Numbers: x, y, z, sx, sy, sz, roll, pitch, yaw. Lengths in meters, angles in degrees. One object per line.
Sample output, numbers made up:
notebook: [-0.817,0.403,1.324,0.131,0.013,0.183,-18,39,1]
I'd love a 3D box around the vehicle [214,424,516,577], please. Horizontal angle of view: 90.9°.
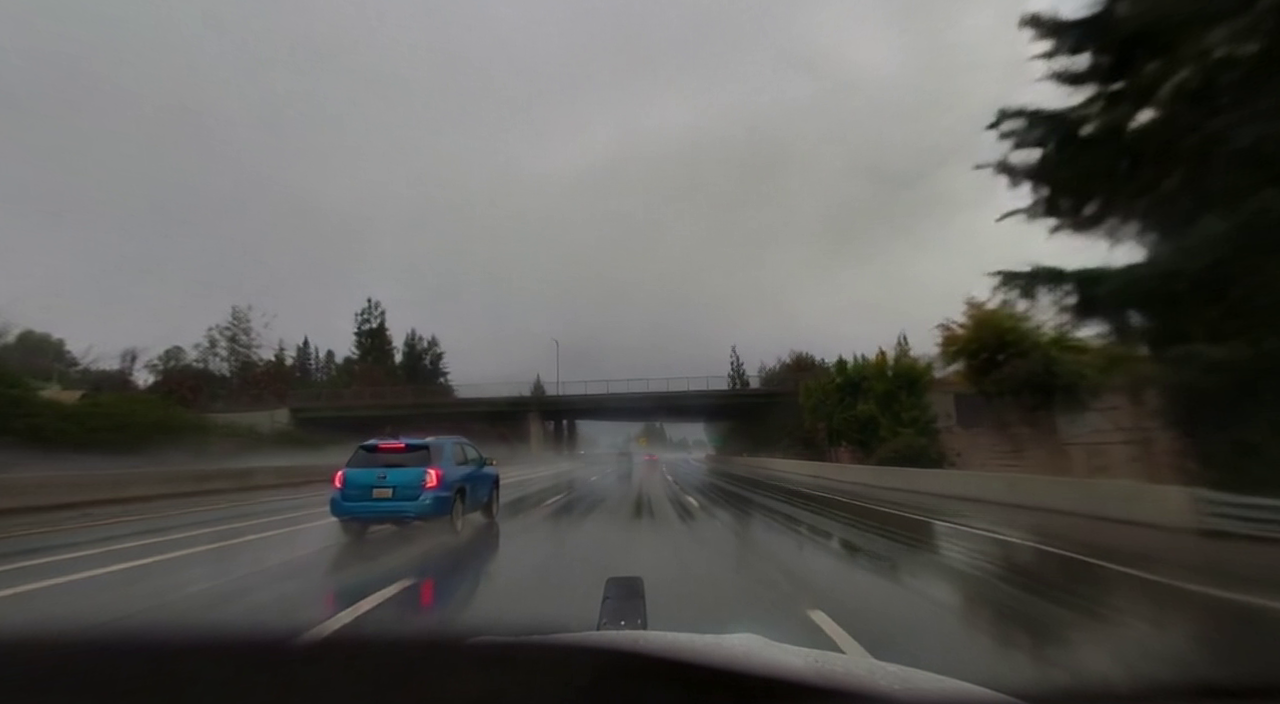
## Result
vehicle: [-3.466,1.989,9.313,2.274,1.628,4.807,0,-9,0]
